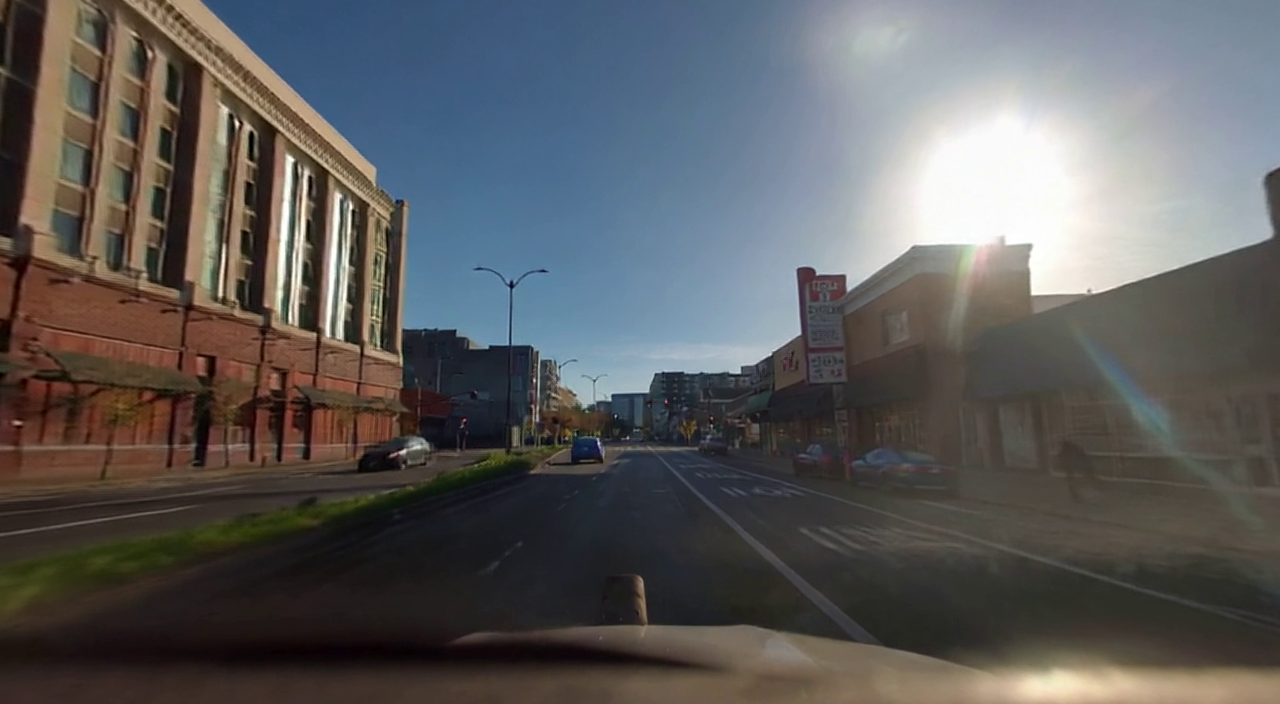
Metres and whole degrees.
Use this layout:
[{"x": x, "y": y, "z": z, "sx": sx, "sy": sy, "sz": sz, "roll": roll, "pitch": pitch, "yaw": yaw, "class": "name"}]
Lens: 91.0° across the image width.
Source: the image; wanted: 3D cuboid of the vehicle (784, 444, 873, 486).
[{"x": 7.245, "y": 4.366, "z": 24.699, "sx": 2.009, "sy": 1.429, "sz": 4.562, "roll": 1, "pitch": -8, "yaw": -1, "class": "vehicle"}]

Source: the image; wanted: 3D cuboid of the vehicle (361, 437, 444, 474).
[{"x": -10.441, "y": 4.581, "z": 28.041, "sx": 2.051, "sy": 1.492, "sz": 4.132, "roll": 0, "pitch": -8, "yaw": 0, "class": "vehicle"}]

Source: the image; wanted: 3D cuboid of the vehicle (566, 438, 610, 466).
[{"x": -2.834, "y": 5.571, "z": 35.300, "sx": 2.078, "sy": 1.471, "sz": 4.217, "roll": 0, "pitch": -8, "yaw": 0, "class": "vehicle"}]

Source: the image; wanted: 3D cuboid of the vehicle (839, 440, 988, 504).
[{"x": 7.382, "y": 3.256, "z": 17.660, "sx": 1.968, "sy": 1.493, "sz": 4.878, "roll": 1, "pitch": -8, "yaw": 0, "class": "vehicle"}]
